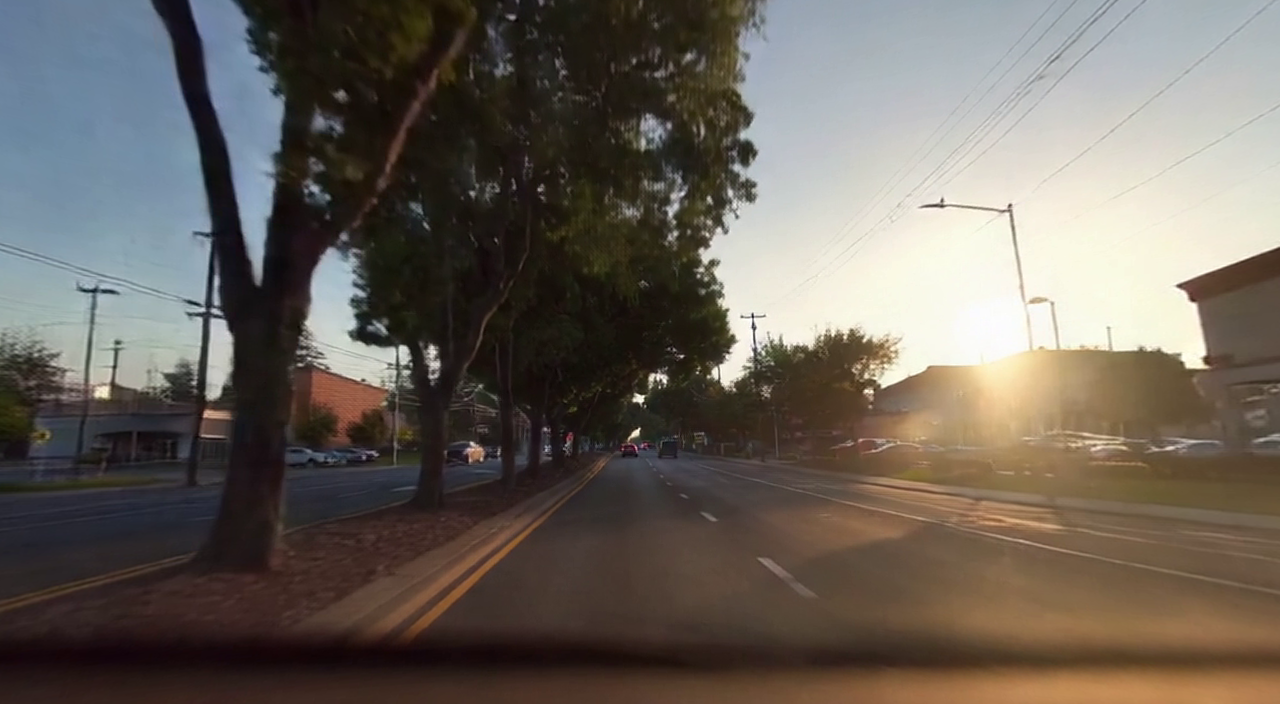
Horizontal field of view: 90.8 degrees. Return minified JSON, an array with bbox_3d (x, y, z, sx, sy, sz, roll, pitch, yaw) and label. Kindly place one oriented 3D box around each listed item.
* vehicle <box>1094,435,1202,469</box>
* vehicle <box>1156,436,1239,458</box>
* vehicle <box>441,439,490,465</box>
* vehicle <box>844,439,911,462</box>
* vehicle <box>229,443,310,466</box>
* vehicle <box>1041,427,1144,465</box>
[{"bbox_3d":[27.283,5.359,34.157,2.066,1.655,4.485,-2,-8,1],"label":"vehicle"},{"bbox_3d":[40.393,6.921,45.945,1.986,1.538,4.484,0,-8,2],"label":"vehicle"},{"bbox_3d":[-12.944,7.481,47.300,2.057,1.795,5.300,0,-9,1],"label":"vehicle"},{"bbox_3d":[17.700,7.366,47.184,4.264,1.428,1.822,-3,-10,4],"label":"vehicle"},{"bbox_3d":[-28.899,8.022,49.433,4.886,1.698,2.224,0,-9,-3],"label":"vehicle"},{"bbox_3d":[24.556,5.158,34.550,2.136,1.872,4.695,-1,-9,2],"label":"vehicle"}]
